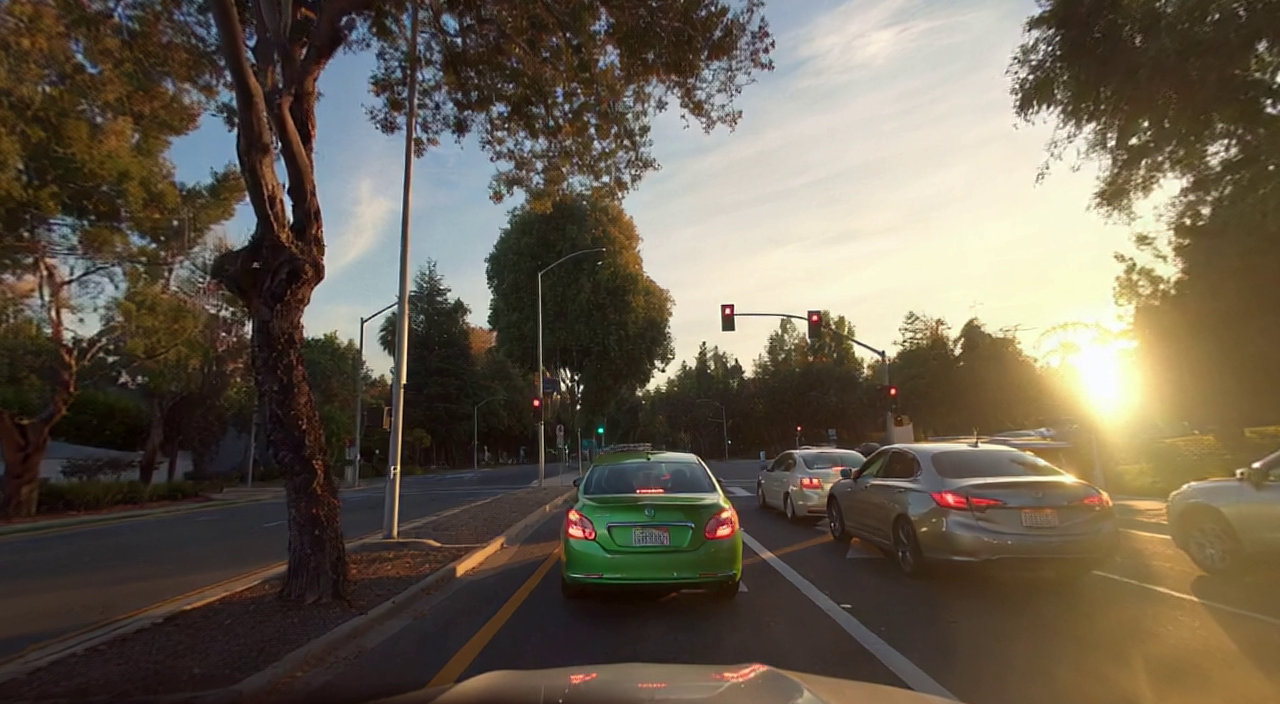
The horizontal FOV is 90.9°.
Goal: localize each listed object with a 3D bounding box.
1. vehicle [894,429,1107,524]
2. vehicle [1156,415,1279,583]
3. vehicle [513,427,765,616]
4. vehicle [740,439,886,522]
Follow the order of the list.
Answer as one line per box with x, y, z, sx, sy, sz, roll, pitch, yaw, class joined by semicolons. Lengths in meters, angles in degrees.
7.023;2.463;12.911;1.923;1.611;4.094;0;-9;0;vehicle
6.941;1.333;5.585;1.783;1.572;3.421;0;-9;1;vehicle
0.014;1.677;7.092;2.015;1.502;3.898;0;-9;1;vehicle
3.531;2.713;13.822;1.934;1.494;4.446;0;-9;0;vehicle
